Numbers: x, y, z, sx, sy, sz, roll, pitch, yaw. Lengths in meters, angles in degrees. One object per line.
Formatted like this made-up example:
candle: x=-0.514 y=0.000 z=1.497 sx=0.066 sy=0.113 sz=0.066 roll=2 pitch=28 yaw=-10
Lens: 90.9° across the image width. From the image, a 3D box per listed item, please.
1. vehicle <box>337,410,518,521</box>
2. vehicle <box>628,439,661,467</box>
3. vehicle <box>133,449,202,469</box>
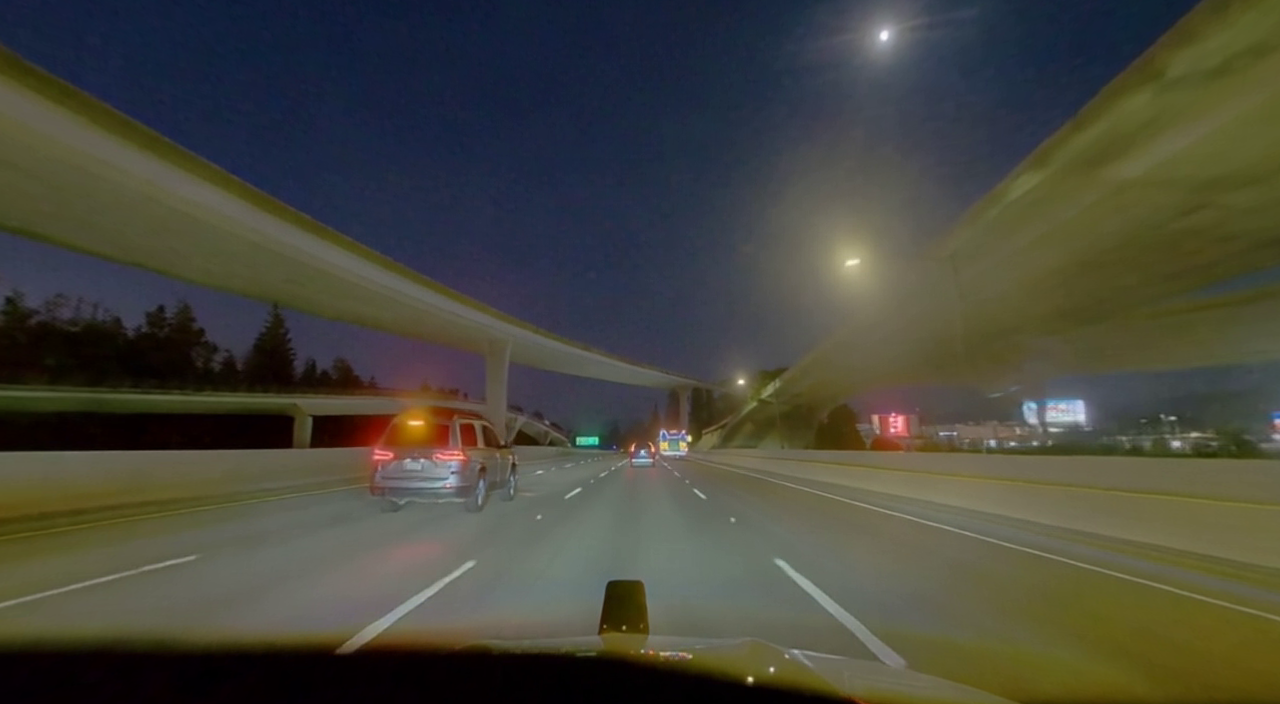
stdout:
vehicle: x=-4.188 y=2.344 z=13.501 sx=2.147 sy=1.918 sz=4.834 roll=0 pitch=-9 yaw=1
vehicle: x=0.280 y=6.558 z=40.913 sx=2.052 sy=1.711 sz=4.223 roll=0 pitch=-9 yaw=0
vehicle: x=-36.360 y=8.236 z=48.662 sx=1.877 sy=1.461 sz=4.378 roll=0 pitch=-9 yaw=0
